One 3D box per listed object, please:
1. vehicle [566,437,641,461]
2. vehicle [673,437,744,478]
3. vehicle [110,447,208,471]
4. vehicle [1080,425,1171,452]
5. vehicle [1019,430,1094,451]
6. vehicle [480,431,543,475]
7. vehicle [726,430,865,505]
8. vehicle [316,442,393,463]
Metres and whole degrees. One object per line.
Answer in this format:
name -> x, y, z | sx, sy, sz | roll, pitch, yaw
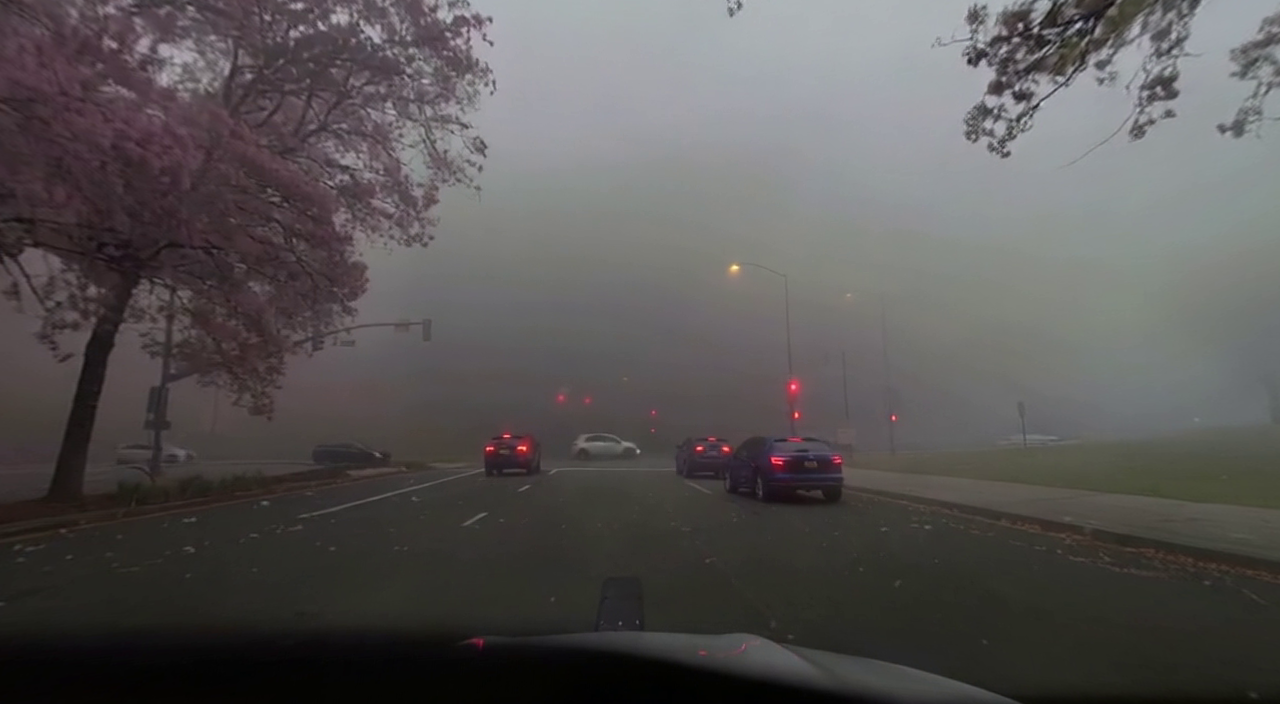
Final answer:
vehicle -> -2.418, 6.454, 42.101 | 4.829, 1.470, 1.874 | 0, -8, -4
vehicle -> 2.549, 4.085, 24.707 | 2.007, 1.466, 4.291 | 0, -8, -4
vehicle -> -30.474, 6.778, 40.124 | 4.526, 1.452, 1.920 | 0, -8, -4
vehicle -> 31.629, 5.650, 41.230 | 4.520, 1.640, 1.825 | 0, -9, -4
vehicle -> 29.521, 6.297, 44.868 | 4.097, 1.436, 1.739 | 0, -8, -3
vehicle -> -5.361, 4.278, 26.964 | 1.995, 1.703, 4.367 | 0, -8, -3
vehicle -> 3.546, 2.730, 15.366 | 2.019, 1.518, 4.285 | 0, -9, -4
vehicle -> -19.937, 7.021, 44.256 | 4.549, 1.439, 1.794 | 0, -9, -4
